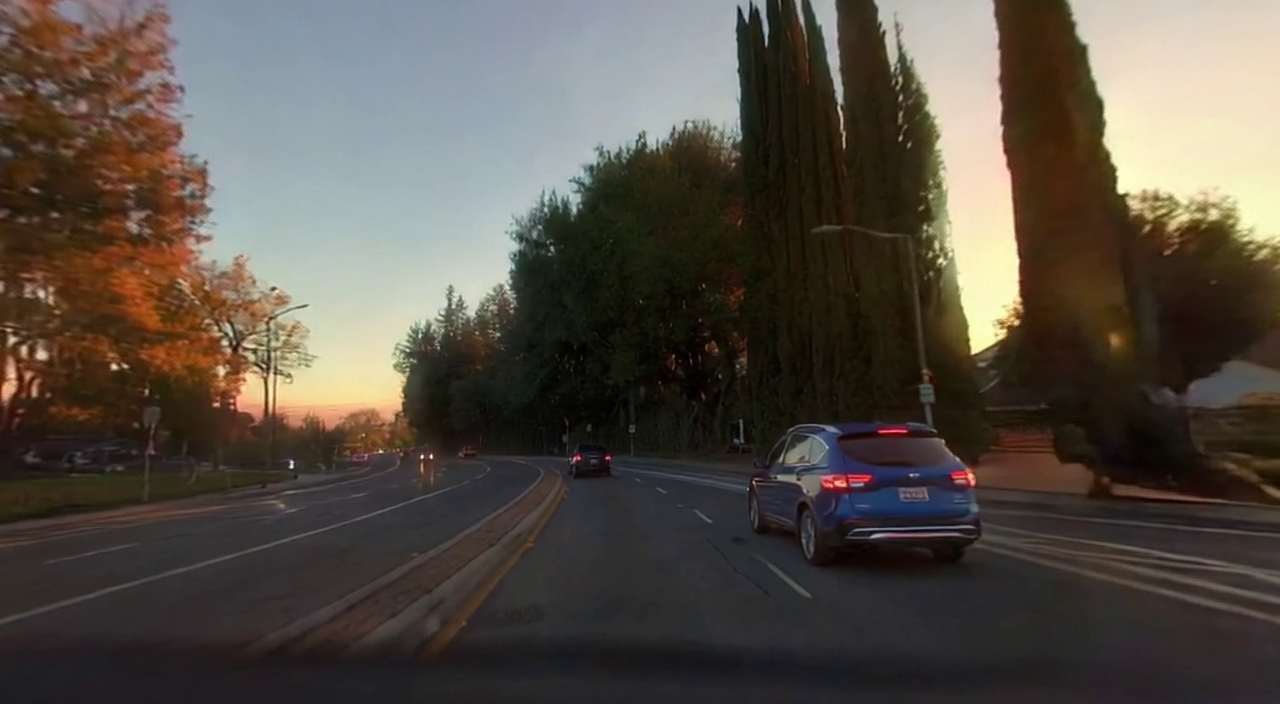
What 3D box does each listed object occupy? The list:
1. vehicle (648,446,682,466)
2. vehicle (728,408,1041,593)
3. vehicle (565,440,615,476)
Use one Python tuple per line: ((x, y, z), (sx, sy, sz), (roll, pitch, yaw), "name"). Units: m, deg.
((1.903, 8.133, 49.335), (1.800, 1.511, 3.904), (2, -9, -12), "vehicle")
((2.588, 1.708, 8.173), (2.024, 1.686, 4.588), (0, -9, -3), "vehicle")
((-2.828, 5.771, 34.694), (2.185, 1.822, 4.583), (1, -9, -11), "vehicle")
